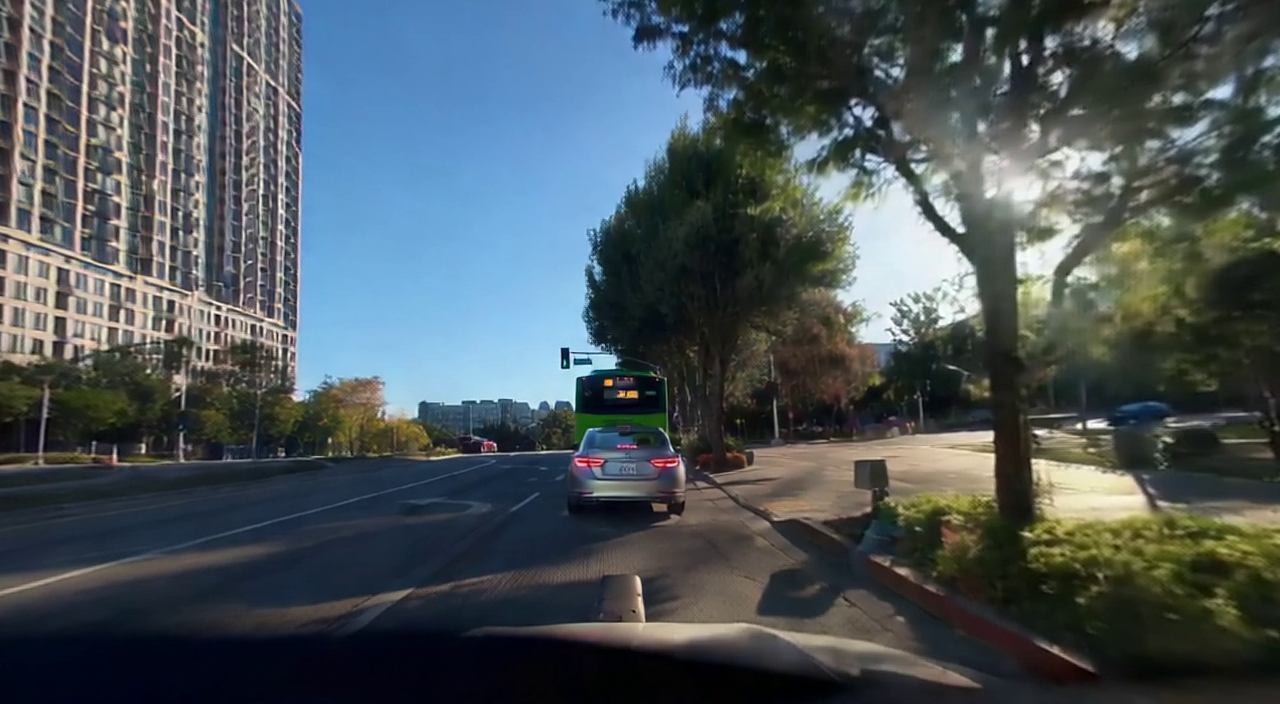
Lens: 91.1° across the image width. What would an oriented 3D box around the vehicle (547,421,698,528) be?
[{"bbox_3d":[-0.280,1.947,10.669,2.064,1.452,3.942,0,-8,-1],"label":"vehicle"}]
